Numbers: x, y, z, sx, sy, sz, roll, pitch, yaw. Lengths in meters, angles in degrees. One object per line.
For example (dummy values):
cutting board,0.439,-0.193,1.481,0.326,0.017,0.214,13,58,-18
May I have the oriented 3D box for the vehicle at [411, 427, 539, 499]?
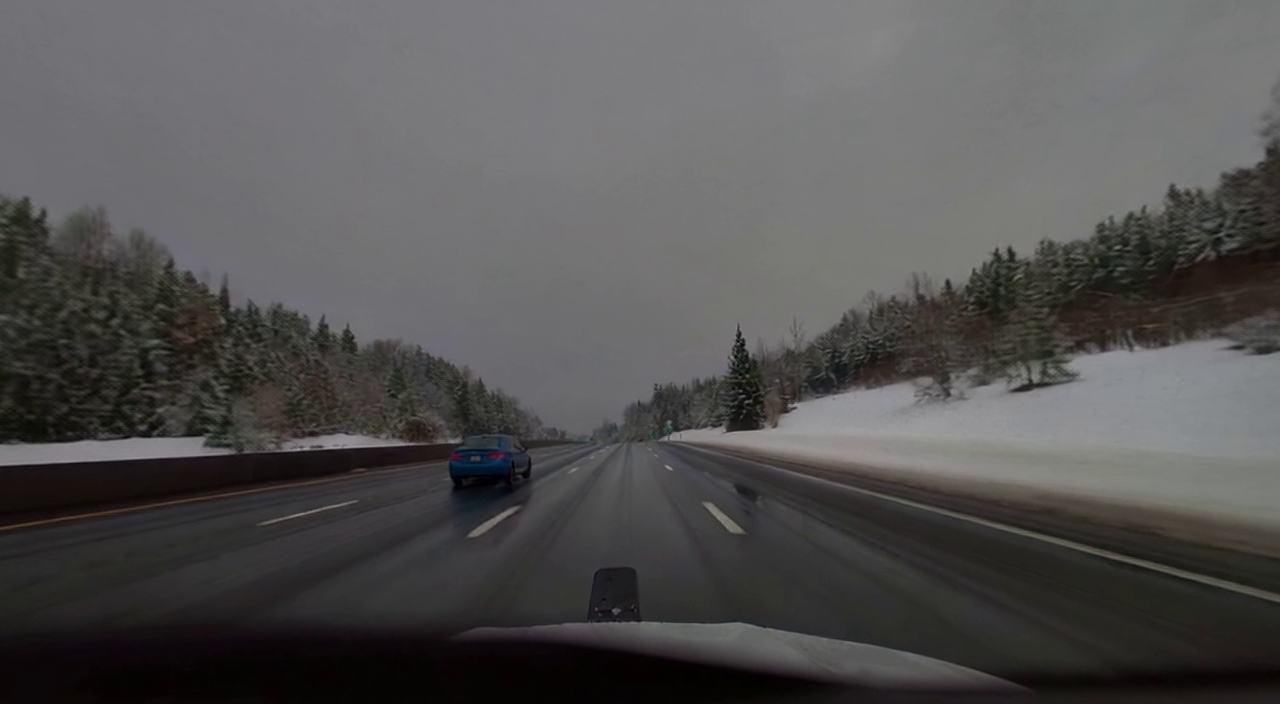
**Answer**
vehicle,-3.874,2.666,15.660,2.026,1.517,4.325,0,-8,0
